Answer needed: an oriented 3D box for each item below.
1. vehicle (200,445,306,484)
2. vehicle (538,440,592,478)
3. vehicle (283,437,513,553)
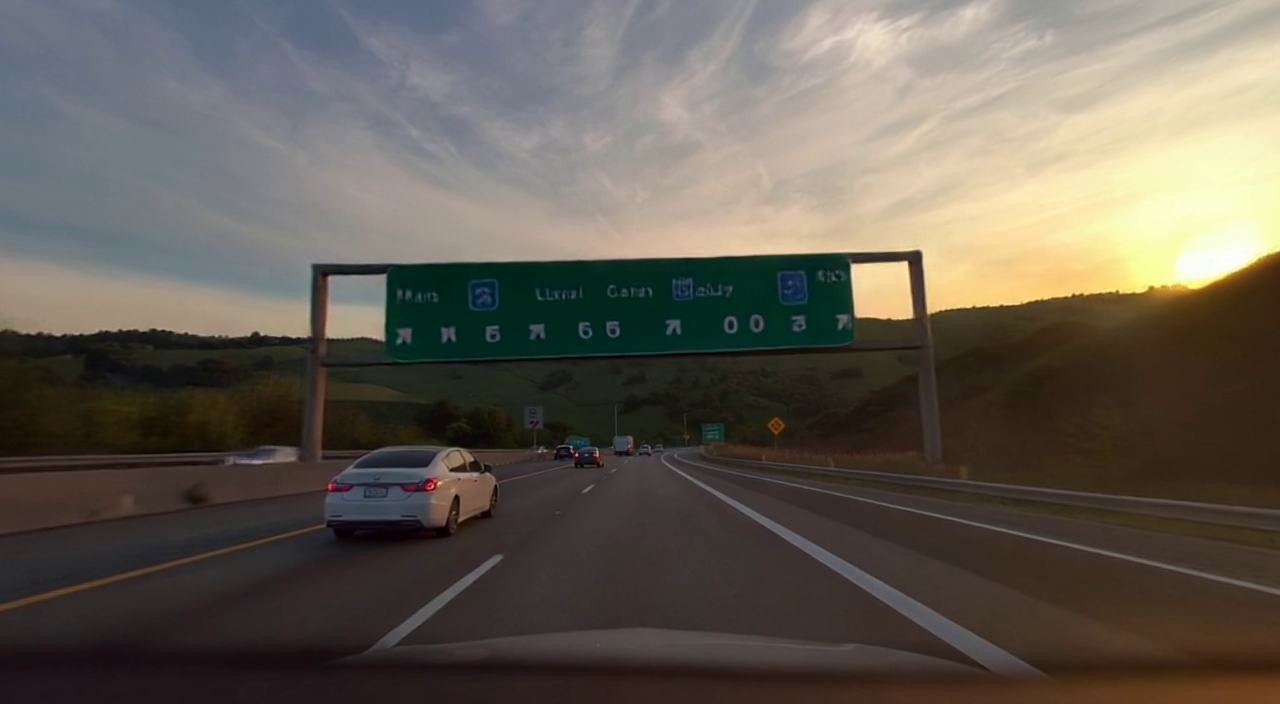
[{"bbox_3d":[-15.949,4.644,26.284,1.863,1.443,4.026,0,-9,0],"label":"vehicle"},{"bbox_3d":[-3.607,5.243,31.118,2.073,1.694,4.162,-1,-9,1],"label":"vehicle"},{"bbox_3d":[-3.542,2.174,10.335,1.988,1.440,4.504,0,-9,0],"label":"vehicle"}]
